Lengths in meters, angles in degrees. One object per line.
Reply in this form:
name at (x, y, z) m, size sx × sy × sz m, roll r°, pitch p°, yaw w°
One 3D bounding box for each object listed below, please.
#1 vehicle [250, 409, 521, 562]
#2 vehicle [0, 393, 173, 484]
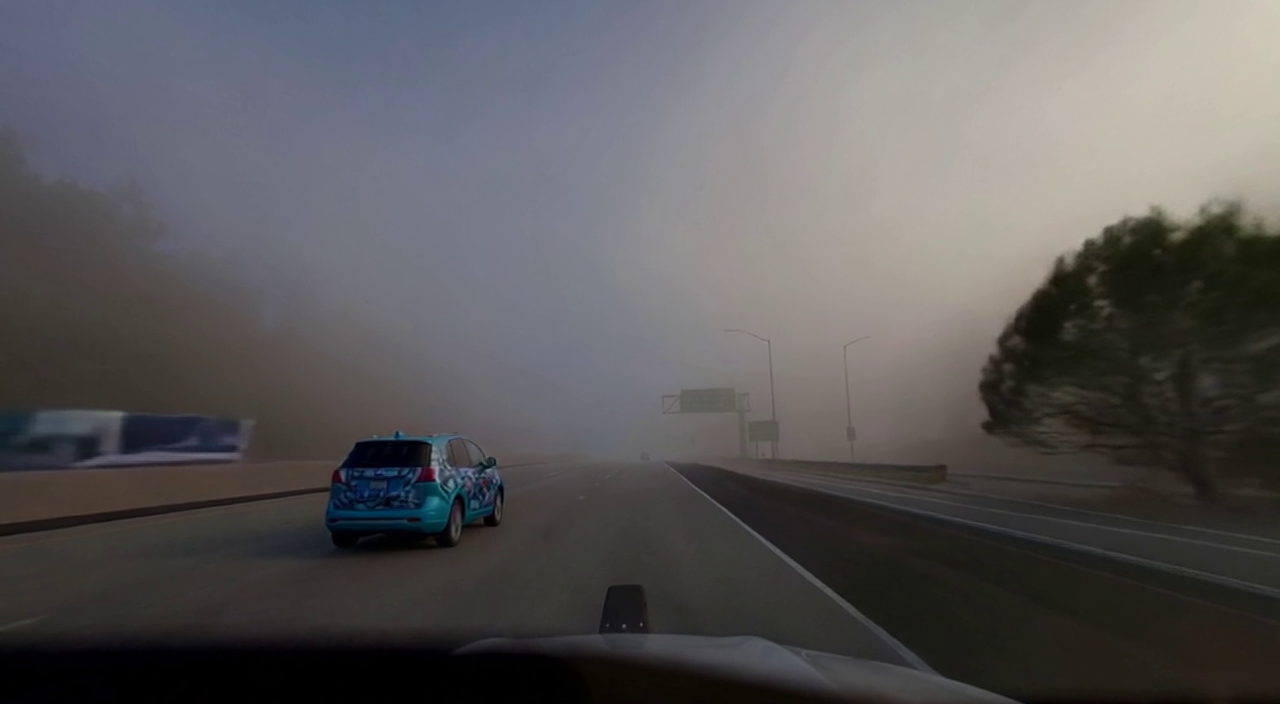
vehicle at (-3.502, 1.942, 9.970) m, size 2.183 × 1.803 × 4.685 m, roll 0°, pitch -8°, yaw 2°
vehicle at (-28.645, 4.269, 30.878) m, size 2.942 × 3.811 × 11.015 m, roll 0°, pitch -8°, yaw 1°
